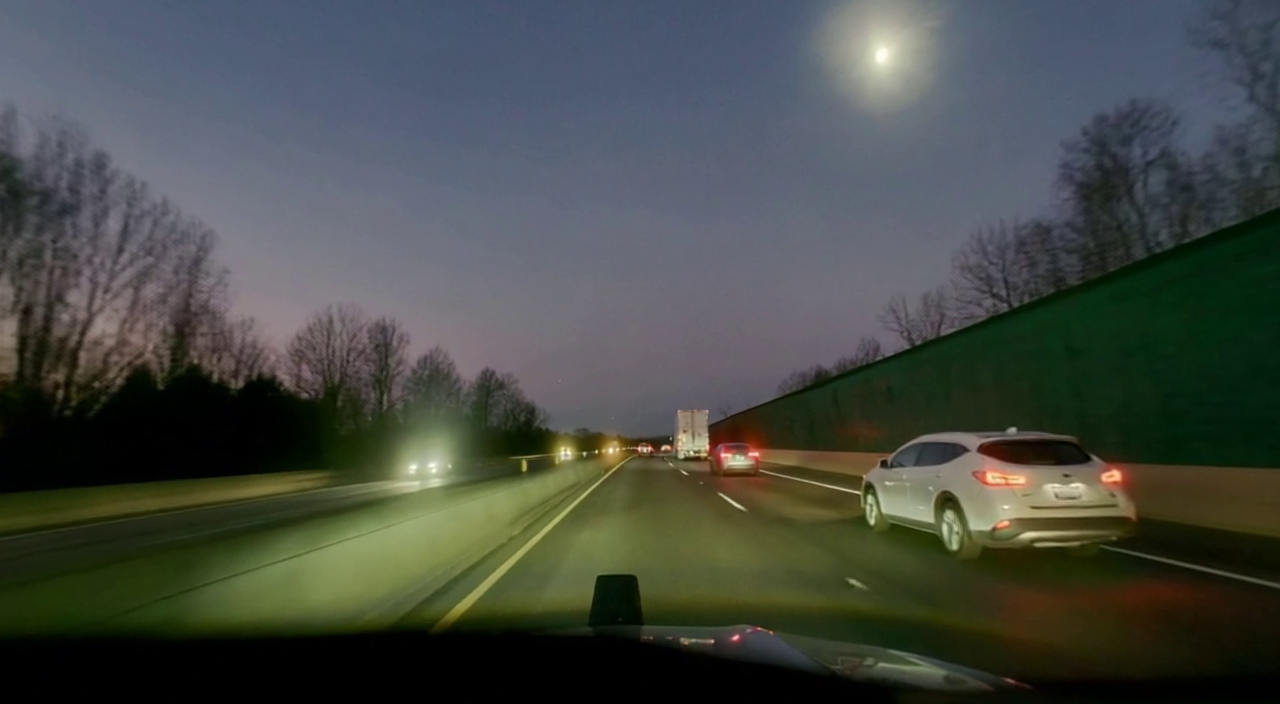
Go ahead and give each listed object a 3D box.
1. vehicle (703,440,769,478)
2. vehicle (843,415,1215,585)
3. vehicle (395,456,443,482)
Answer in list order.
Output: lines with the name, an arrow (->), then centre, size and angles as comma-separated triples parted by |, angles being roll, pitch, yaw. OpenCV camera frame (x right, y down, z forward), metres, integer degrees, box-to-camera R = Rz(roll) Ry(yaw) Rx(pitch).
vehicle -> 4.010, 4.523, 27.027 | 2.000, 1.473, 4.440 | 1, -8, -2
vehicle -> 4.234, 1.649, 7.835 | 1.940, 1.539, 4.005 | 1, -8, -2
vehicle -> -13.588, 7.187, 38.932 | 1.777, 1.465, 3.889 | 1, -8, -4
